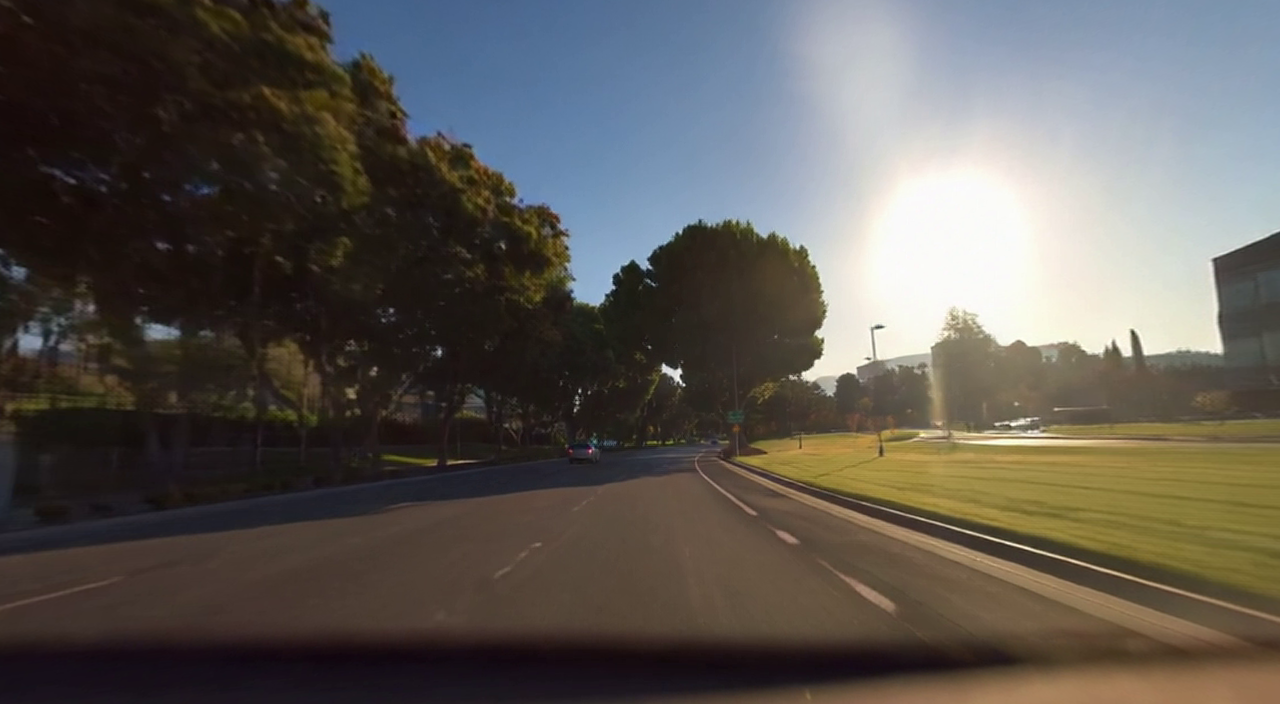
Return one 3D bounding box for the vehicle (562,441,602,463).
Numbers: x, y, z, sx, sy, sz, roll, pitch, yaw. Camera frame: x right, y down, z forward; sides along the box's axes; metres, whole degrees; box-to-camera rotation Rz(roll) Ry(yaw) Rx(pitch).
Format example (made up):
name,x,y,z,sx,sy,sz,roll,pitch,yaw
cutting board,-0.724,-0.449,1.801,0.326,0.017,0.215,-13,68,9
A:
name,x,y,z,sx,sy,sz,roll,pitch,yaw
vehicle,-4.027,7.022,44.364,1.945,1.461,4.605,-1,-8,5
